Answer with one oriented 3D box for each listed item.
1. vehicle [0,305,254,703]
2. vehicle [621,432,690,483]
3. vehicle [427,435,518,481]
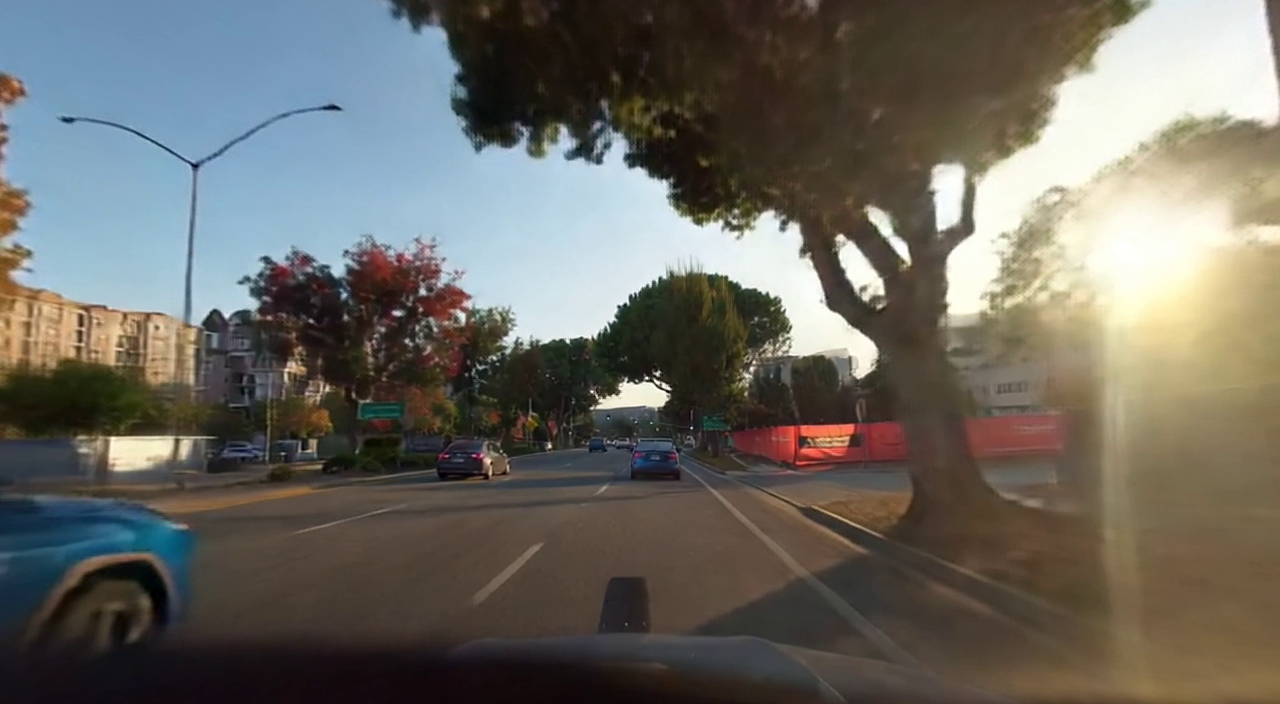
[{"bbox_3d":[-3.564,0.590,1.392,2.157,1.824,4.986,0,-8,1],"label":"vehicle"},{"bbox_3d":[0.538,3.752,22.673,2.227,1.654,4.091,0,-8,1],"label":"vehicle"},{"bbox_3d":[-5.882,3.782,22.686,1.877,1.479,4.430,-1,-9,3],"label":"vehicle"}]
